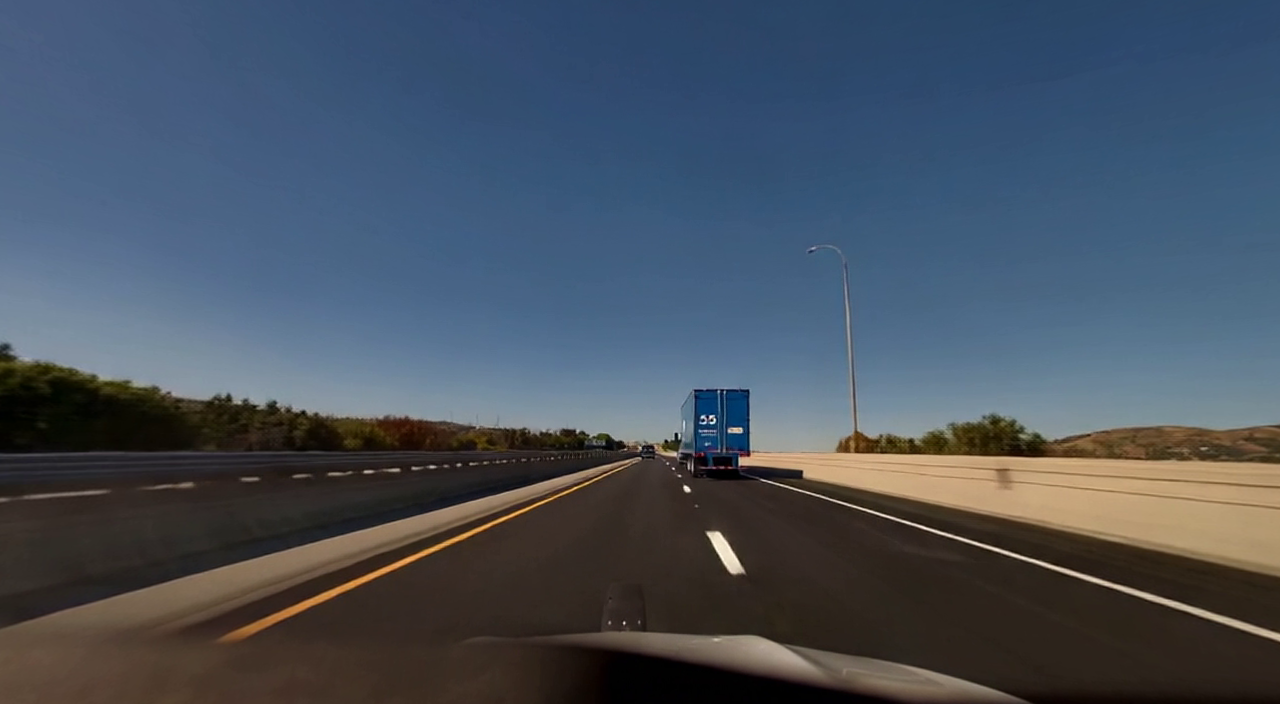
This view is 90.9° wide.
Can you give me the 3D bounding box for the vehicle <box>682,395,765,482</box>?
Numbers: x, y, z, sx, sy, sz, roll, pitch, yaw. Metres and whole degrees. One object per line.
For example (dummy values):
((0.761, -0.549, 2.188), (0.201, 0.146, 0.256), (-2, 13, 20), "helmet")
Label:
((3.944, 4.546, 32.425), (3.107, 3.718, 10.231), (0, -9, 1), "vehicle")
